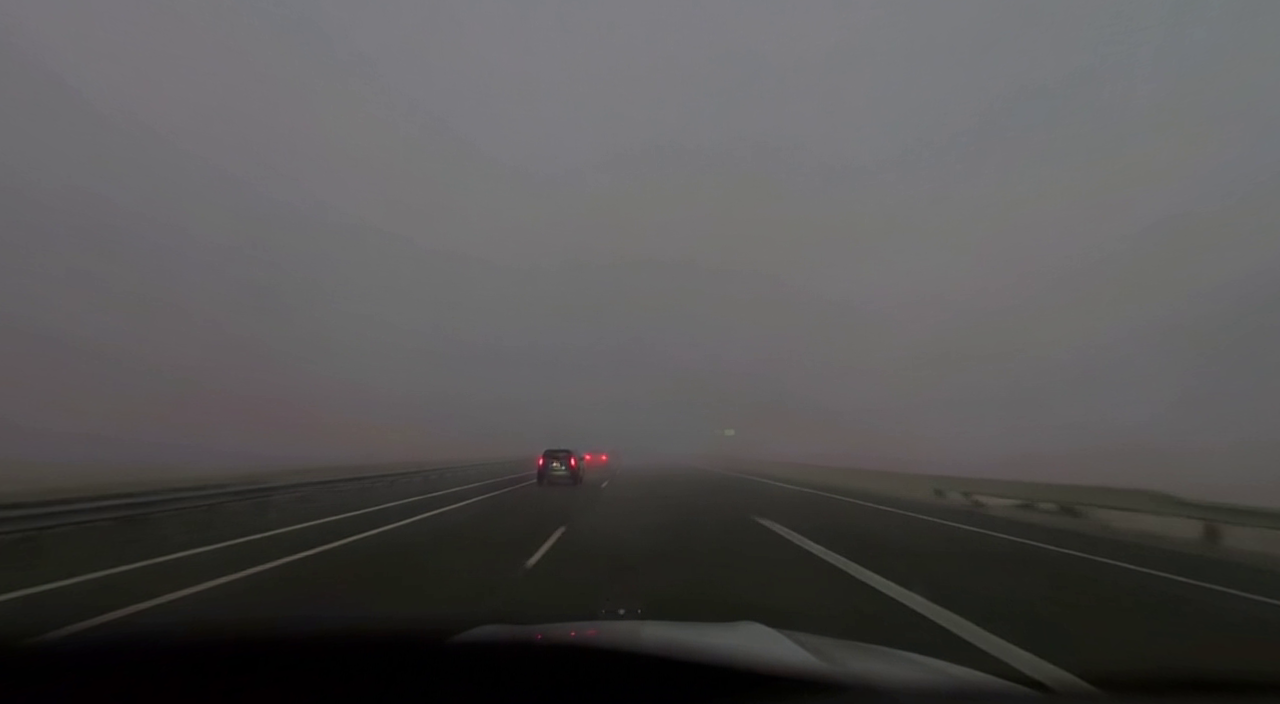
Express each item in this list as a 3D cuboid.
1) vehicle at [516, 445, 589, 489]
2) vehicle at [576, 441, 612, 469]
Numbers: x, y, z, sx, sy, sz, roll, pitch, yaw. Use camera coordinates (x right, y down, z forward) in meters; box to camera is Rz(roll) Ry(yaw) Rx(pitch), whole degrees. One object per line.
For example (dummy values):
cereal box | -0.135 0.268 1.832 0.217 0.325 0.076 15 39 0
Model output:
vehicle | -3.206 4.342 24.119 2.044 1.527 4.607 0 -9 1
vehicle | -3.216 7.375 45.103 2.177 1.852 4.427 0 -9 1
